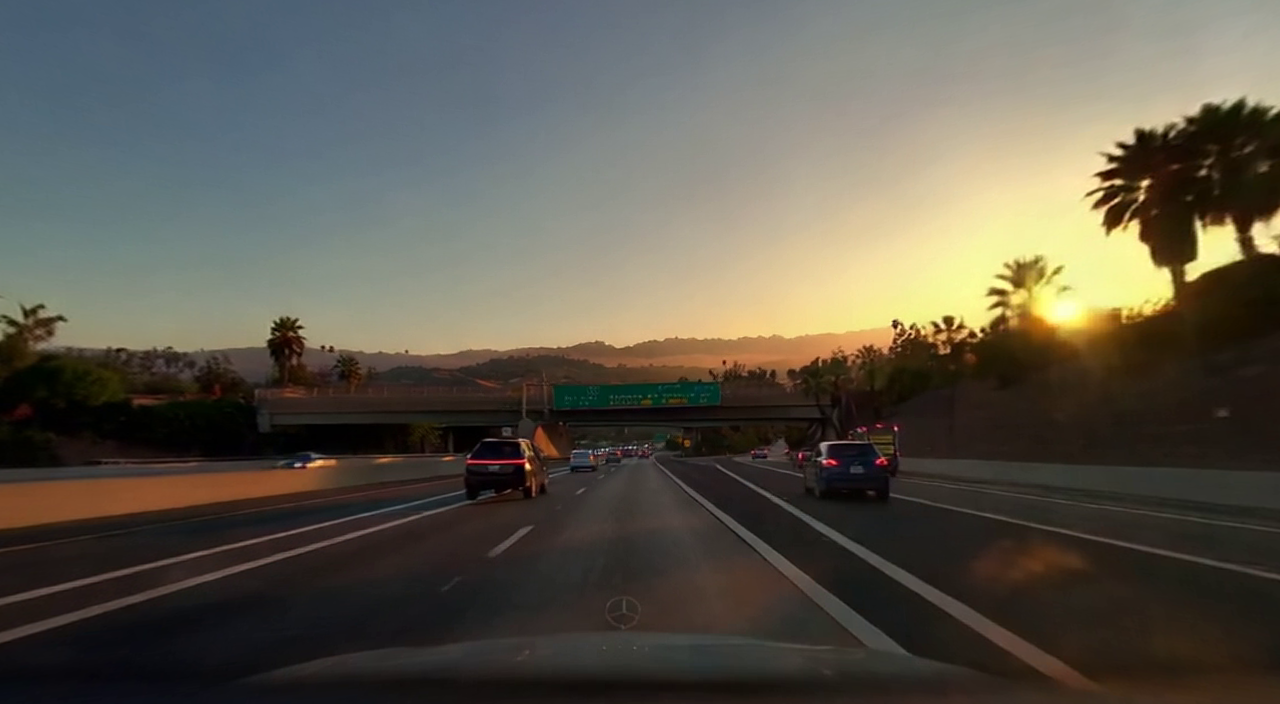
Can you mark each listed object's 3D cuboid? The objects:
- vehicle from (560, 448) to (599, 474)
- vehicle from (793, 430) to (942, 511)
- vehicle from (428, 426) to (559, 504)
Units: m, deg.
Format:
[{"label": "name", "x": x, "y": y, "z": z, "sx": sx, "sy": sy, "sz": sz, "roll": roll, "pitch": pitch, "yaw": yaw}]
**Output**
[{"label": "vehicle", "x": -3.868, "y": 7.061, "z": 41.072, "sx": 2.052, "sy": 1.545, "sz": 4.470, "roll": 0, "pitch": -9, "yaw": 1}, {"label": "vehicle", "x": 5.798, "y": 3.101, "z": 16.955, "sx": 2.303, "sy": 1.791, "sz": 5.247, "roll": -1, "pitch": -9, "yaw": 4}, {"label": "vehicle", "x": -4.038, "y": 3.285, "z": 18.762, "sx": 2.420, "sy": 1.937, "sz": 5.916, "roll": 0, "pitch": -9, "yaw": 1}]
